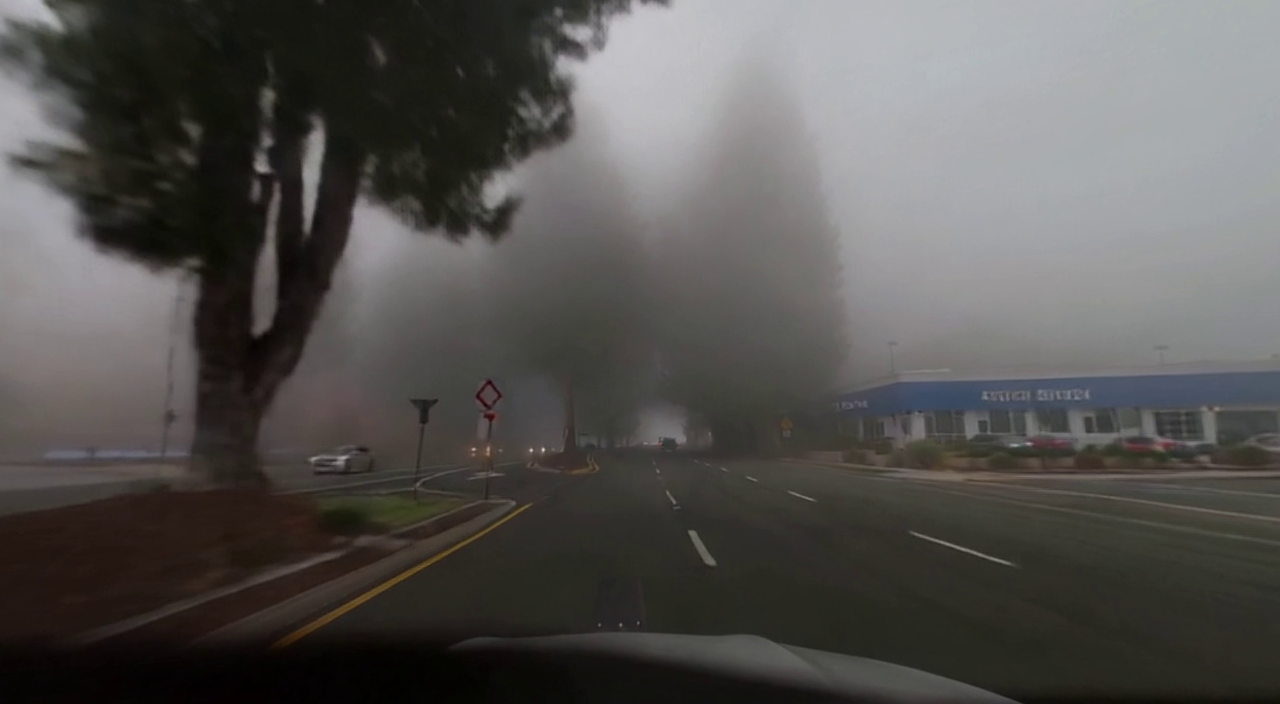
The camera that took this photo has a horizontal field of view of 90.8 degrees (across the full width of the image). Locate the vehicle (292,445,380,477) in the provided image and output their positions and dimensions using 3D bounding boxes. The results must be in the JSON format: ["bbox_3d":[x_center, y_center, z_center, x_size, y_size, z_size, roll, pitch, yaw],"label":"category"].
[{"bbox_3d":[-14.678,5.259,30.791,1.967,1.453,4.539,0,-9,1],"label":"vehicle"}]
